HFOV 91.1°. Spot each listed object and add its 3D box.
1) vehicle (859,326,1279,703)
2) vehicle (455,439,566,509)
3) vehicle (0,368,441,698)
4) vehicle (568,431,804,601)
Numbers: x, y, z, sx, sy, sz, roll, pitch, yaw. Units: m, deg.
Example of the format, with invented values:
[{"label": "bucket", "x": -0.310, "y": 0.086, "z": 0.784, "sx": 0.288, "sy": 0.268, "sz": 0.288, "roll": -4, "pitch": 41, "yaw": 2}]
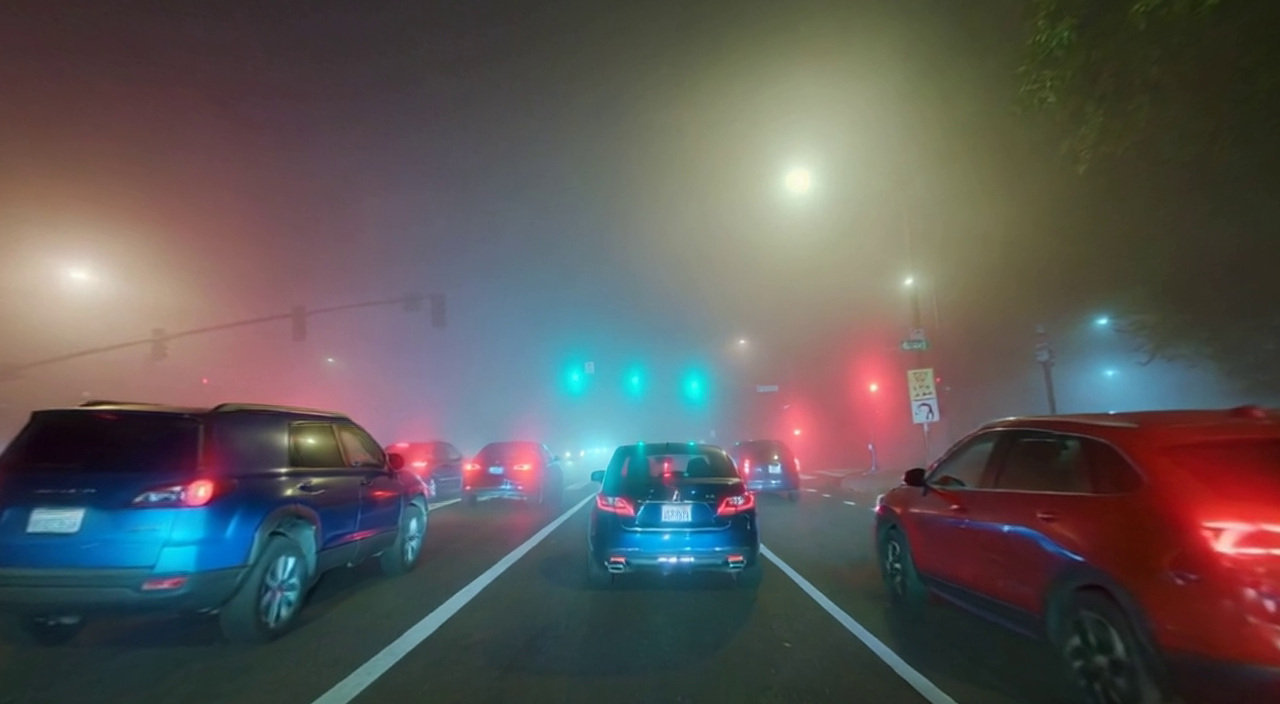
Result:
[{"label": "vehicle", "x": 3.088, "y": 1.055, "z": 3.837, "sx": 1.880, "sy": 1.747, "sz": 4.500, "roll": 0, "pitch": -8, "yaw": 0}, {"label": "vehicle", "x": -3.079, "y": 2.981, "z": 15.813, "sx": 1.868, "sy": 1.516, "sz": 4.114, "roll": 0, "pitch": -8, "yaw": 1}, {"label": "vehicle", "x": -3.453, "y": 1.284, "z": 5.600, "sx": 1.889, "sy": 1.767, "sz": 4.289, "roll": 0, "pitch": -8, "yaw": 1}, {"label": "vehicle", "x": 0.371, "y": 1.718, "z": 7.477, "sx": 2.051, "sy": 1.460, "sz": 3.932, "roll": 0, "pitch": -8, "yaw": -1}]
